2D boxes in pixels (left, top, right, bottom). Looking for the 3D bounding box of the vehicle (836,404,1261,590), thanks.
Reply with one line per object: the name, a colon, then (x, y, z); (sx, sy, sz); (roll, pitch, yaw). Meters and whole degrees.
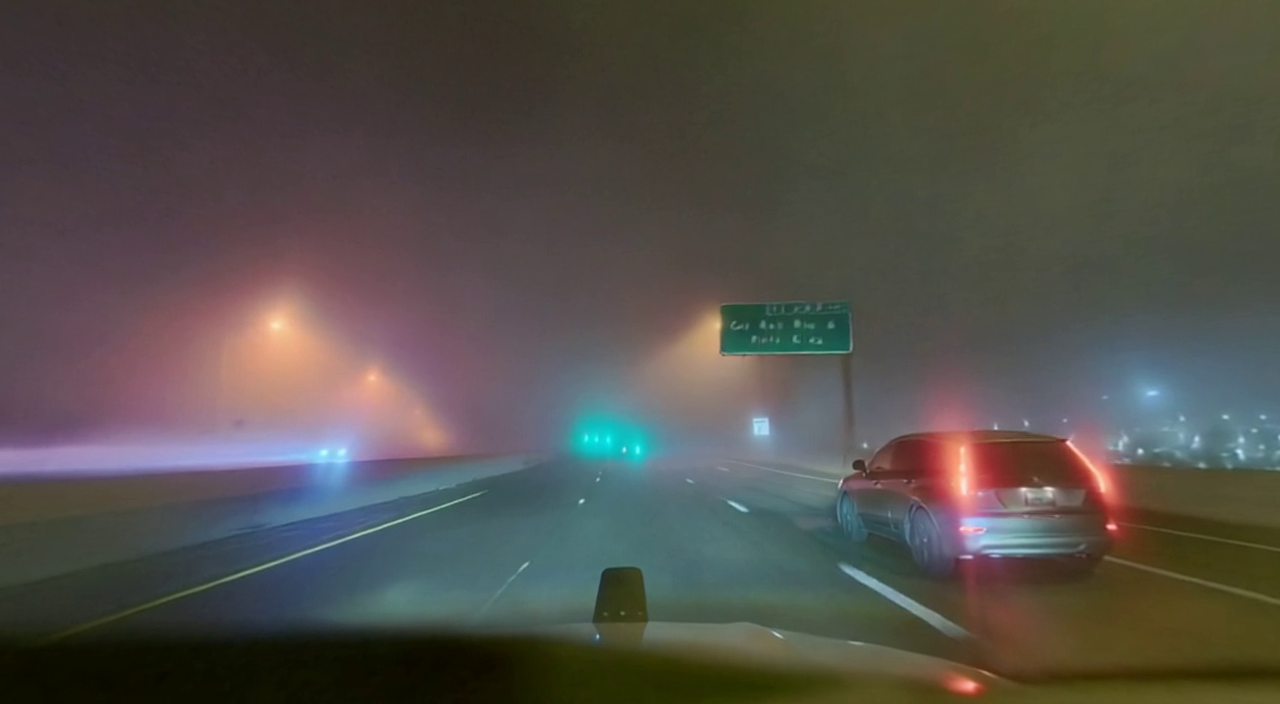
vehicle: (4.261, 1.589, 7.837); (2.104, 1.575, 4.698); (0, -8, 0)
